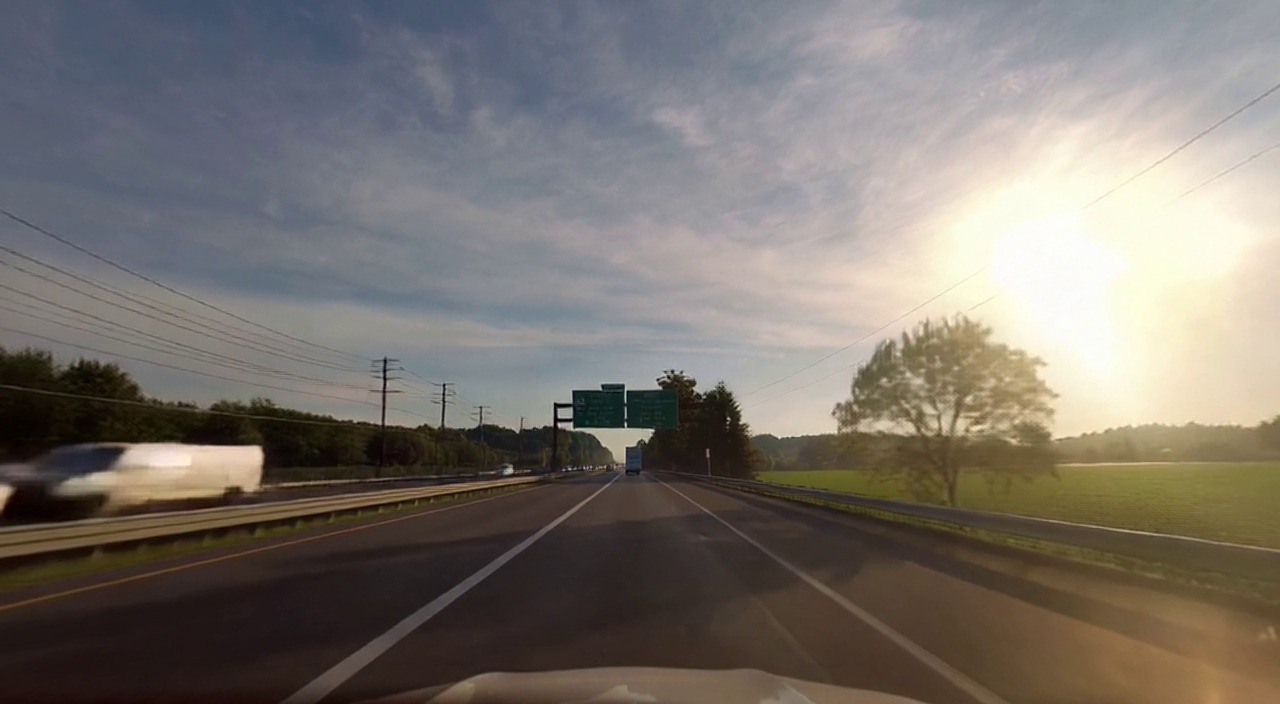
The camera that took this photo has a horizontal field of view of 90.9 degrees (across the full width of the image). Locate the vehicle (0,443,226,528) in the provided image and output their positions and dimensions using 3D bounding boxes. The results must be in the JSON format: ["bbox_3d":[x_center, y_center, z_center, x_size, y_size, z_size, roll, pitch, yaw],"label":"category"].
[{"bbox_3d":[-12.270,3.048,14.734,2.033,1.649,4.579,1,-10,0],"label":"vehicle"}]
